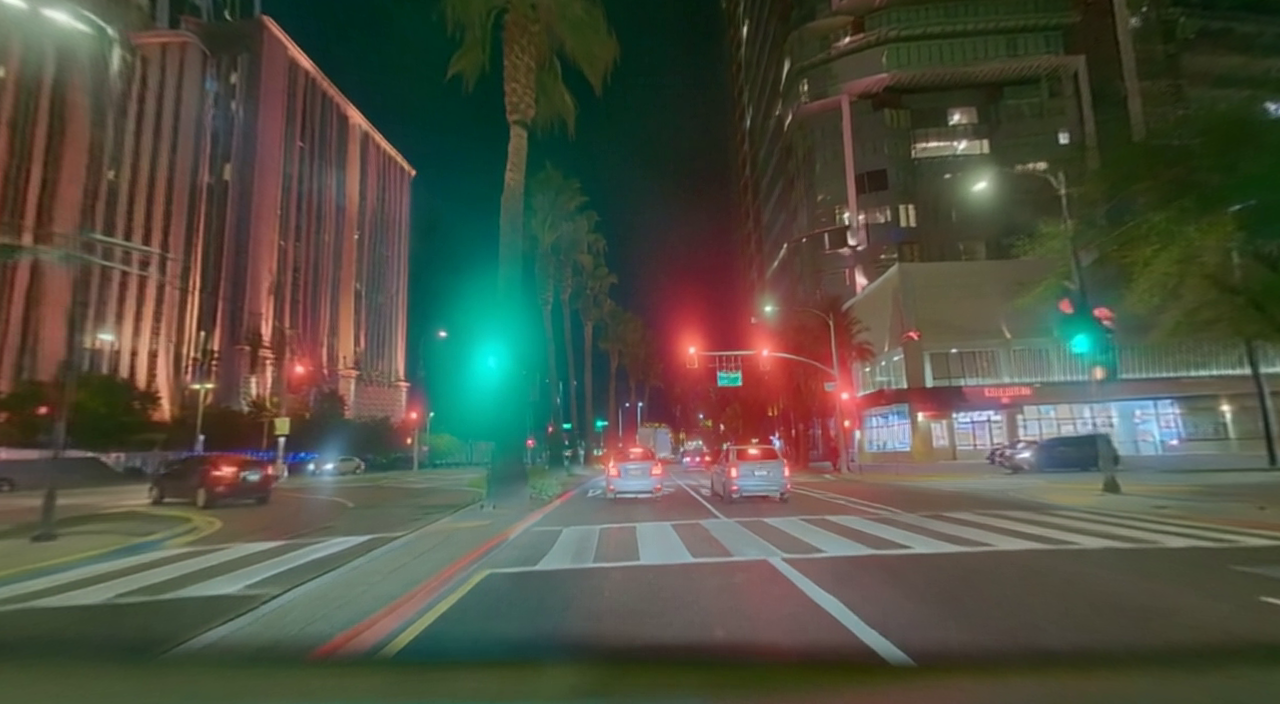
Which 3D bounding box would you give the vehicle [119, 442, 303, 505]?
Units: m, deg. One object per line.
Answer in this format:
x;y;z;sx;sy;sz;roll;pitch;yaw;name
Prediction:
-11.602;3.218;17.085;4.435;1.501;1.977;-4;-9;24;vehicle

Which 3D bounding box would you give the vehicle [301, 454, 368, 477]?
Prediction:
-22.302;8.281;46.321;1.809;1.472;4.601;-2;-9;13;vehicle

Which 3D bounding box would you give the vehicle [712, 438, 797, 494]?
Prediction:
3.348;3.413;19.232;1.909;1.500;3.524;0;-9;0;vehicle

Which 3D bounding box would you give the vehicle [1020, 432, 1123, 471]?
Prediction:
20.337;4.727;30.089;1.959;1.674;4.706;-1;-9;6;vehicle

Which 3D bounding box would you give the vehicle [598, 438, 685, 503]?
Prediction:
0.055;3.054;16.684;2.048;1.503;3.681;0;-9;1;vehicle
